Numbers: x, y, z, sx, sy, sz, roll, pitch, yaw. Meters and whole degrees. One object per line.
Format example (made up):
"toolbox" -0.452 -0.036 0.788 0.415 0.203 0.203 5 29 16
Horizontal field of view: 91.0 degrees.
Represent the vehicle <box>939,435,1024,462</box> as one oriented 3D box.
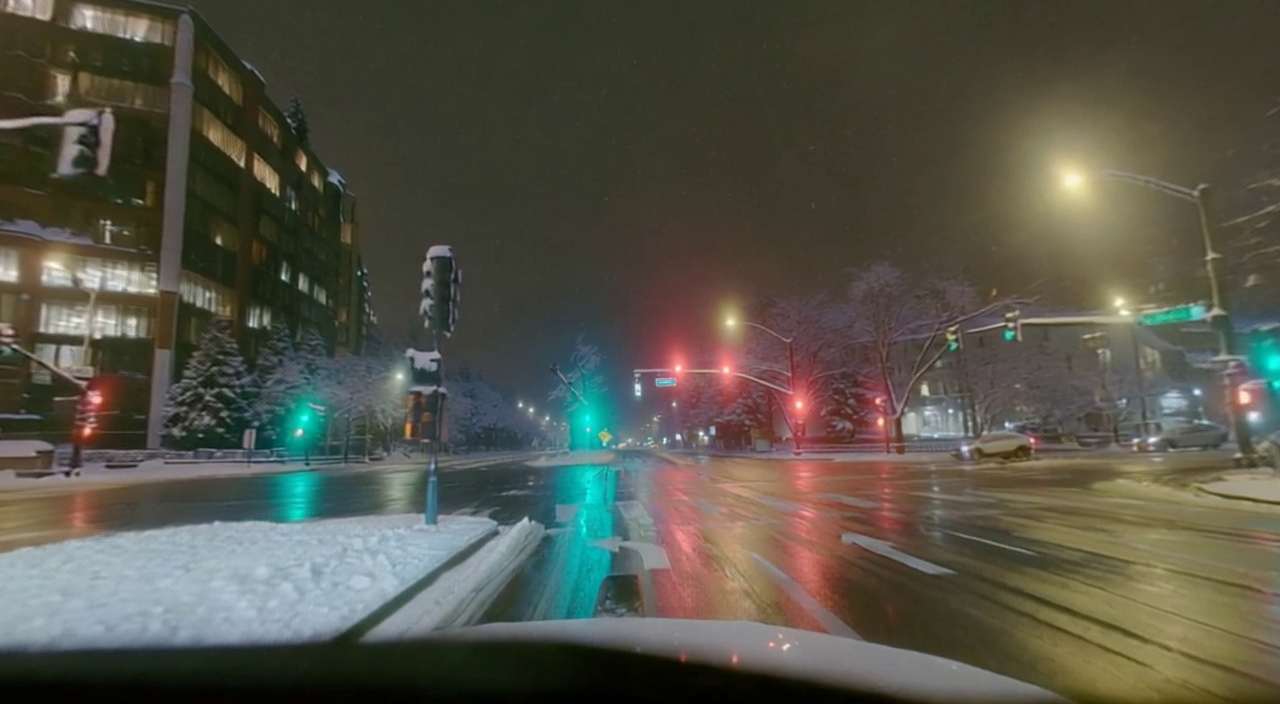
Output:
"vehicle" 21.503 6.042 39.701 4.769 1.634 1.884 3 -9 -19
